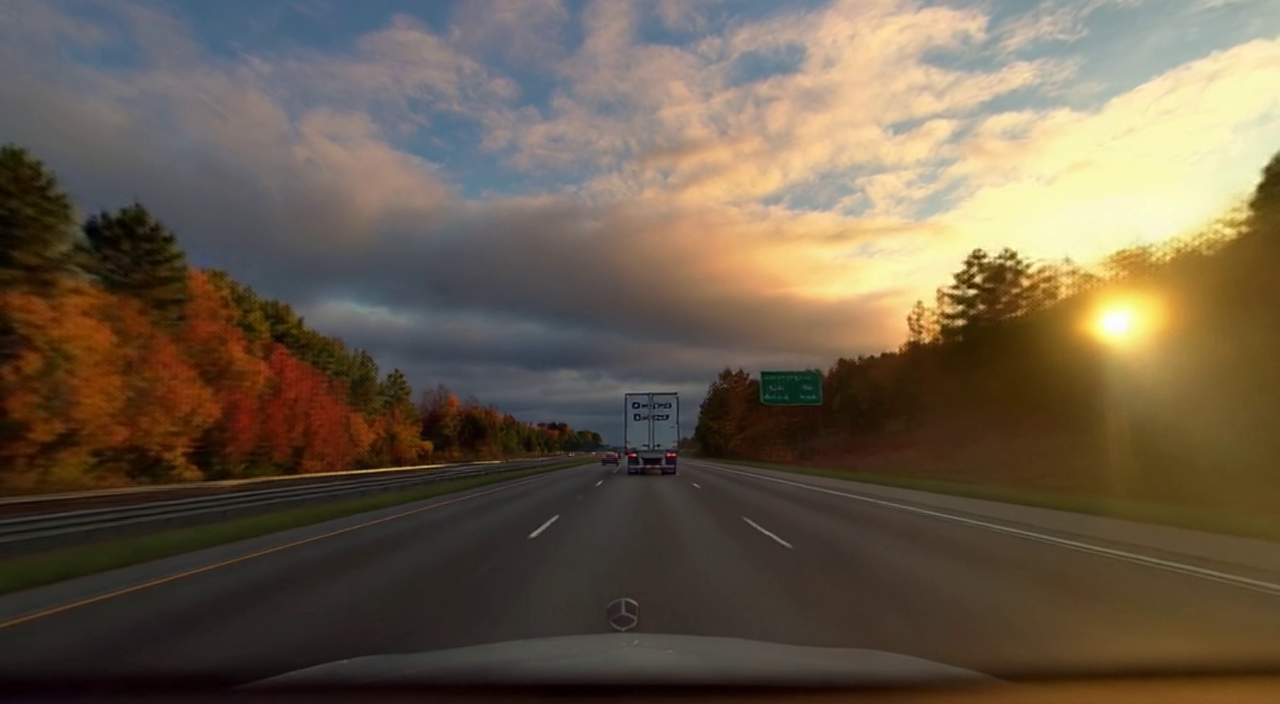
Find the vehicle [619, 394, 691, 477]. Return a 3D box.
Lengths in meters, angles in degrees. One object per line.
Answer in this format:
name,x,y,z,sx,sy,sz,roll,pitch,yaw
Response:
vehicle,0.807,5.439,39.618,3.537,4.071,17.399,0,-9,1
